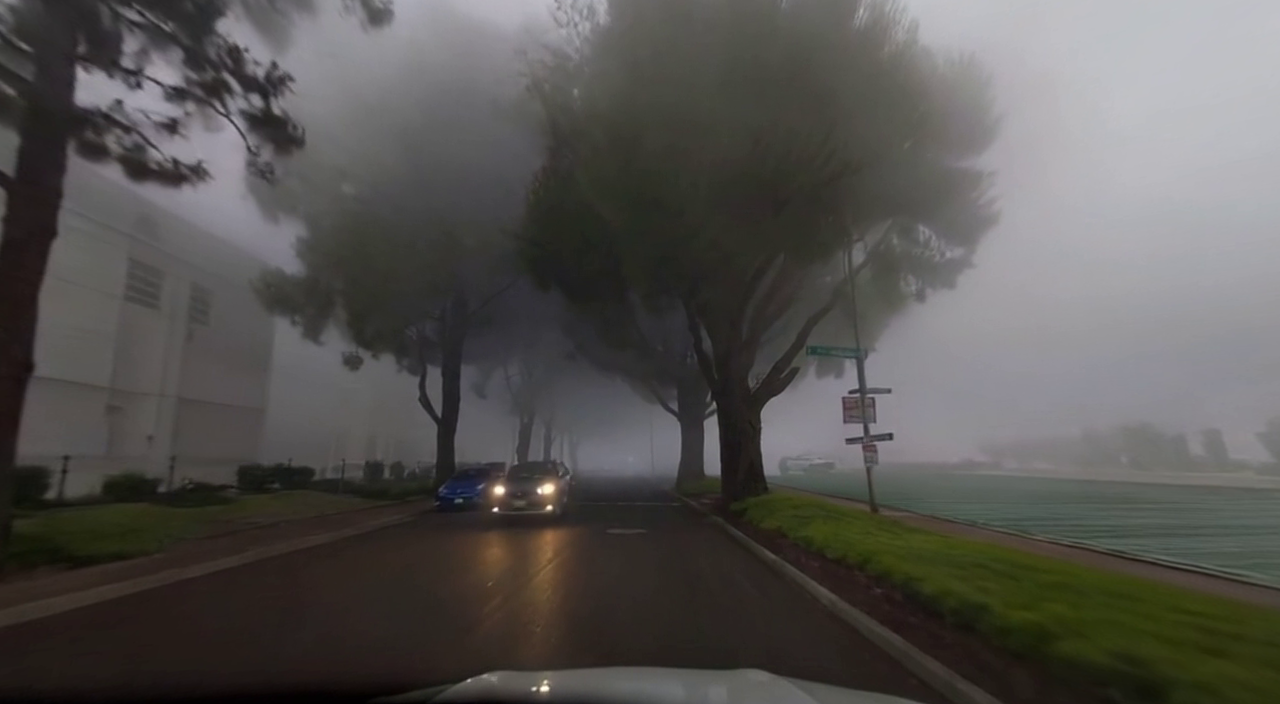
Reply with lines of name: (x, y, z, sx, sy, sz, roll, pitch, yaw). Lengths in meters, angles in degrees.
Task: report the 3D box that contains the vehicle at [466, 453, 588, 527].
vehicle: (-2.485, 3.223, 15.079, 1.978, 1.453, 4.314, 1, -10, 2)
